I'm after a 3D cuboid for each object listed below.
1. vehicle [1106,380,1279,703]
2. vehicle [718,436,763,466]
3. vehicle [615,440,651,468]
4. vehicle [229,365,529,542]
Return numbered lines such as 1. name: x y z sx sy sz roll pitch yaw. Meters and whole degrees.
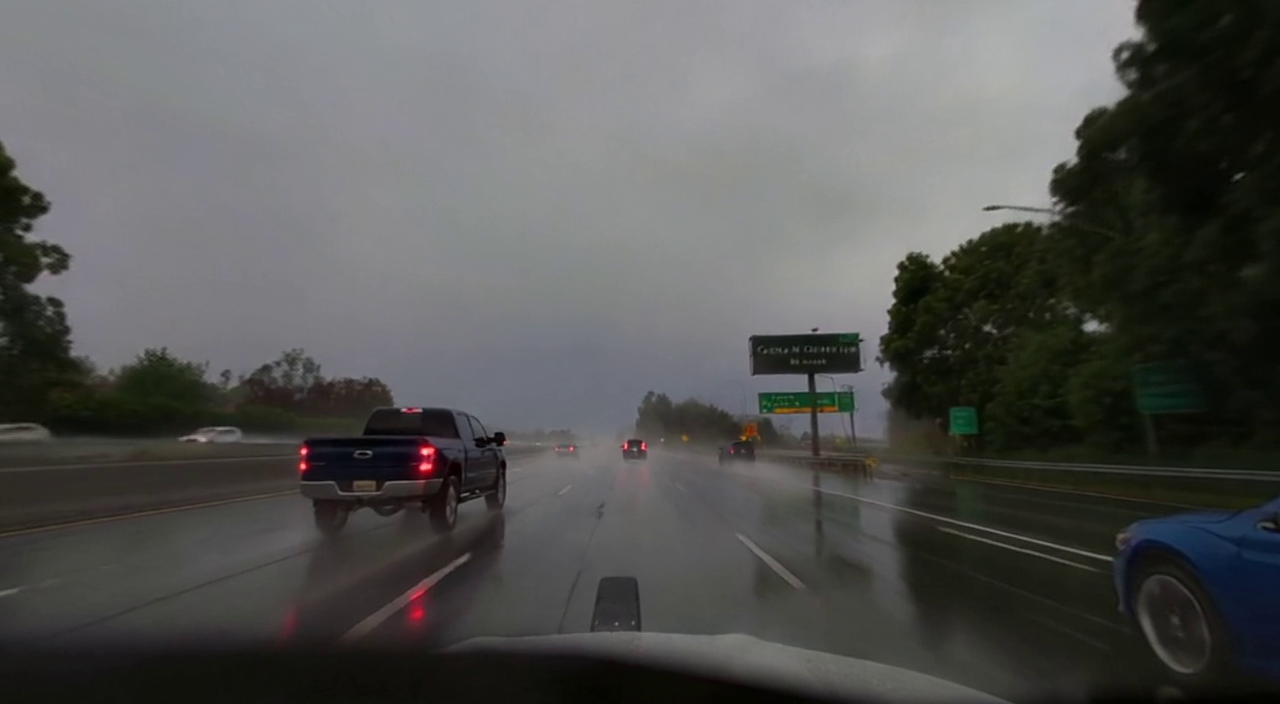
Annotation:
1. vehicle: 3.063 0.592 0.293 2.072 1.501 4.694 0 -9 -1
2. vehicle: 6.752 6.758 43.126 2.103 1.898 5.310 0 -9 -1
3. vehicle: -0.456 6.498 40.461 2.157 1.642 4.189 0 -9 -1
4. vehicle: -3.759 1.698 10.903 2.592 2.179 6.034 0 -9 0
